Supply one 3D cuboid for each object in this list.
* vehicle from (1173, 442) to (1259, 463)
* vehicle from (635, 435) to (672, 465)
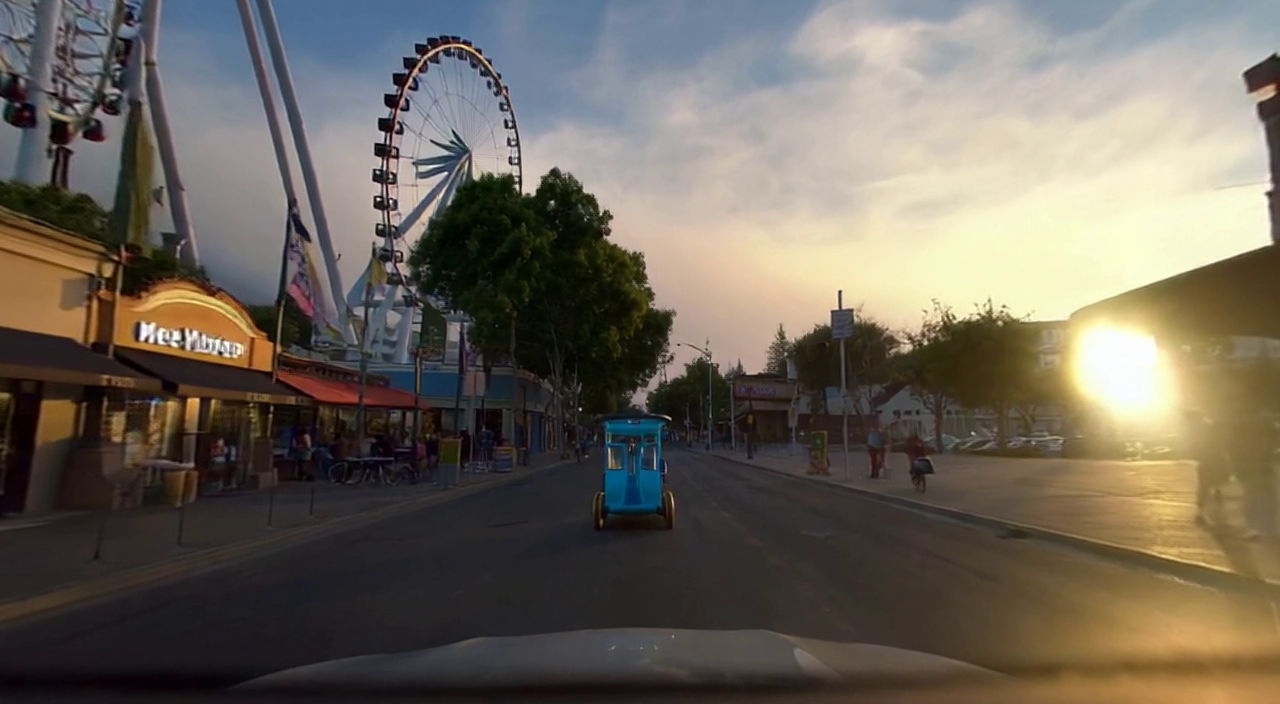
[{"bbox_3d":[41.706,7.312,45.696,4.120,1.445,1.893,-2,-9,10],"label":"vehicle"},{"bbox_3d":[0.881,6.202,40.000,2.221,1.773,4.228,-1,-9,1],"label":"vehicle"}]
